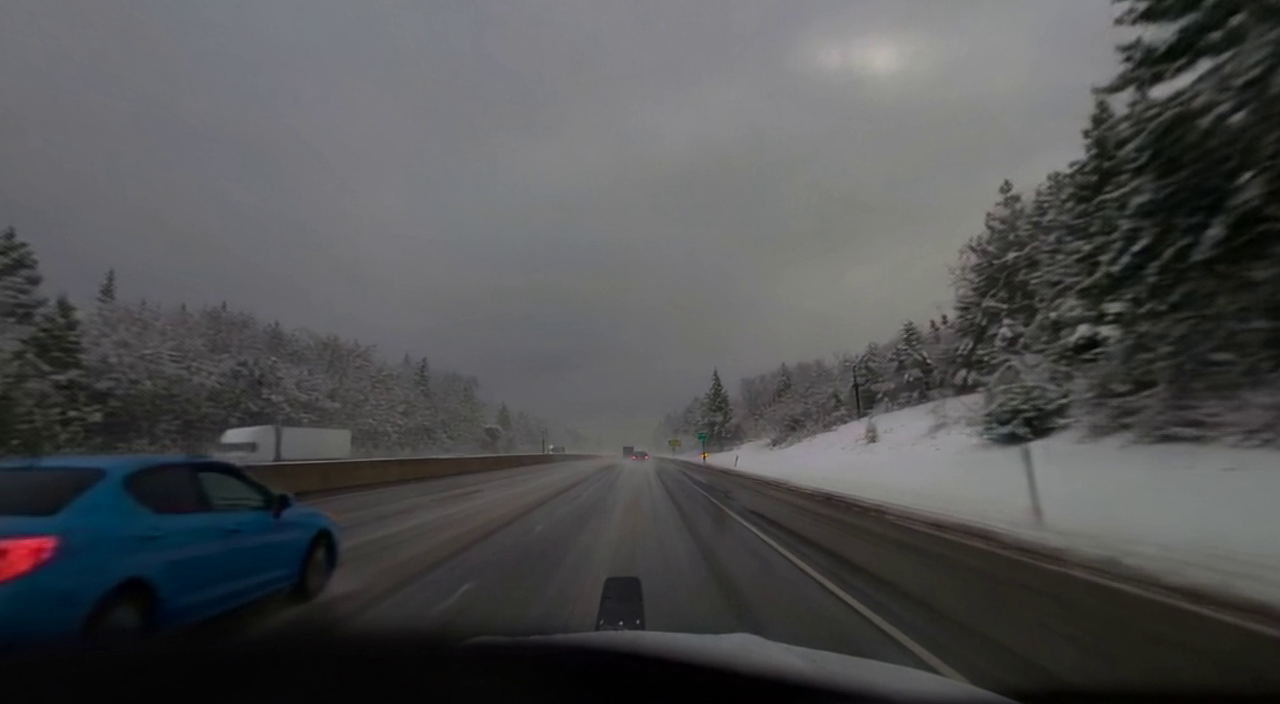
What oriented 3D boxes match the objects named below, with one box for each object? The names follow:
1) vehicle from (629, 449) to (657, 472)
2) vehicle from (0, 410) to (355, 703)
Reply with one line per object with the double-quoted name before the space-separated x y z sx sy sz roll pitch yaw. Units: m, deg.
"vehicle" 0.203 7.475 43.728 1.908 1.515 3.871 0 -9 0
"vehicle" -3.712 1.194 3.897 1.978 1.498 4.080 0 -9 0
